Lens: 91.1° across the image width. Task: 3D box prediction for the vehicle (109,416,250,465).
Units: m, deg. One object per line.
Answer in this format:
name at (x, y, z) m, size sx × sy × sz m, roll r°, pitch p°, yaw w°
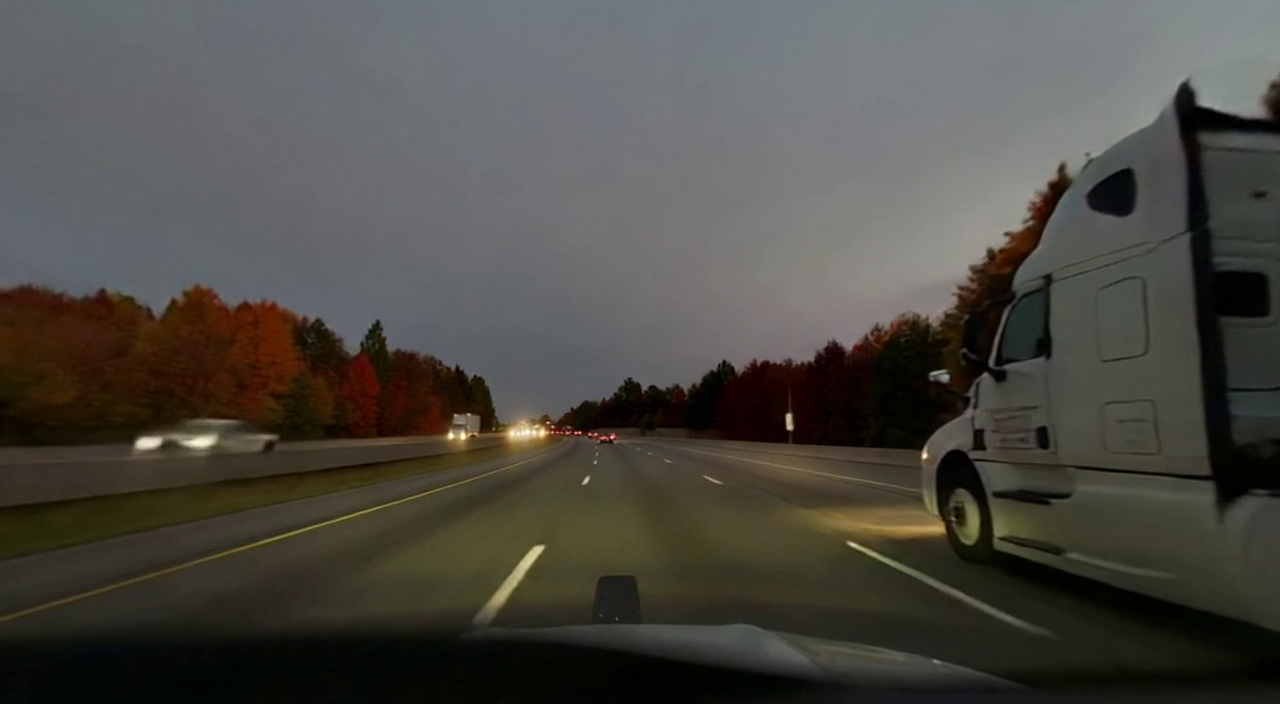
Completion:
vehicle at (-16.977, 3.296, 23.519) m, size 1.921 × 1.646 × 4.593 m, roll 0°, pitch -8°, yaw -2°
